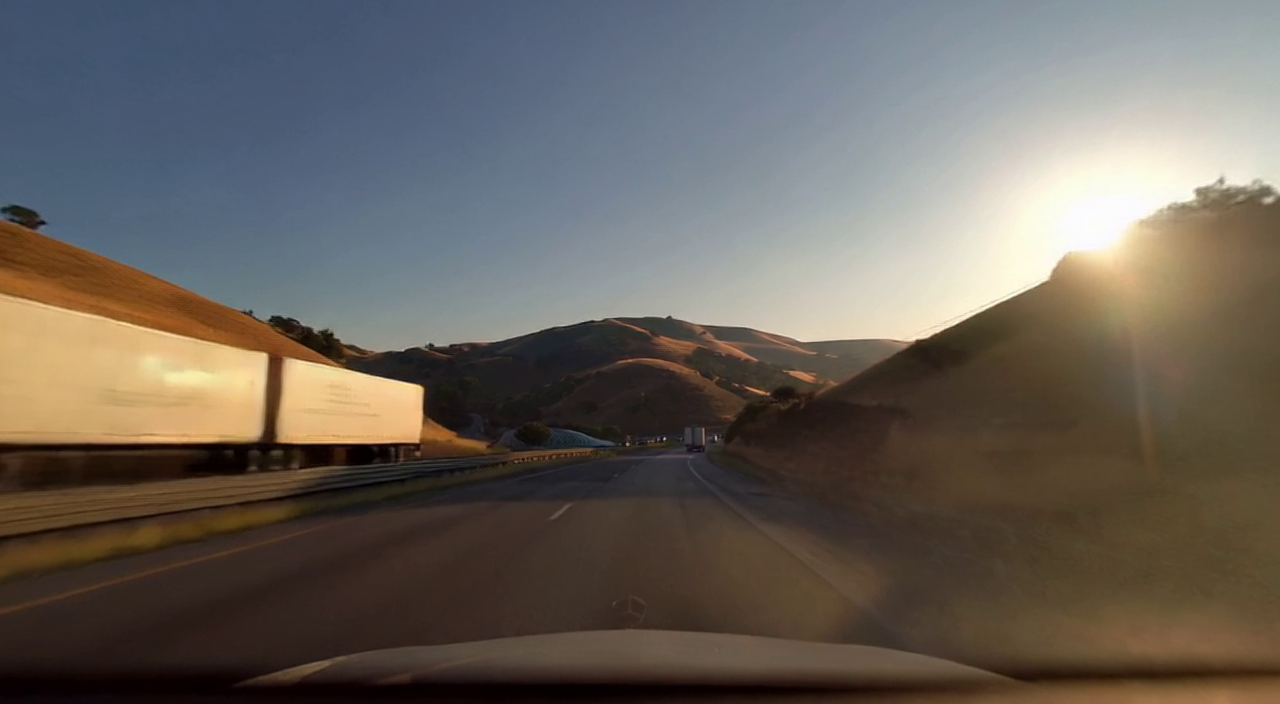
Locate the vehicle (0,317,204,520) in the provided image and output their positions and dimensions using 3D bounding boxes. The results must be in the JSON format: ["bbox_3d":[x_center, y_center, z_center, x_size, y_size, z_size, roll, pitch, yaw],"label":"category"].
[{"bbox_3d":[-12.932,1.258,11.724,3.043,3.571,8.922,0,-9,1],"label":"vehicle"}]

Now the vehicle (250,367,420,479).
[{"bbox_3d":[-12.806,3.292,27.812,2.788,4.109,9.073,0,-9,1],"label":"vehicle"}]
